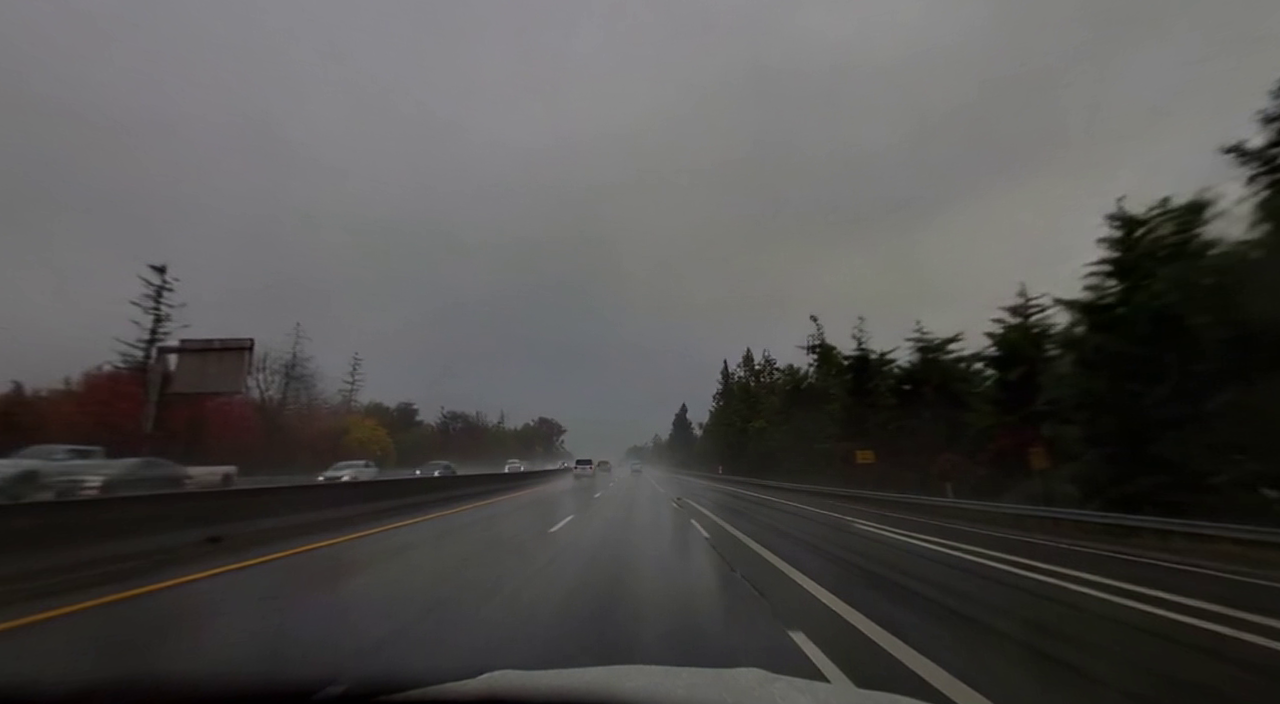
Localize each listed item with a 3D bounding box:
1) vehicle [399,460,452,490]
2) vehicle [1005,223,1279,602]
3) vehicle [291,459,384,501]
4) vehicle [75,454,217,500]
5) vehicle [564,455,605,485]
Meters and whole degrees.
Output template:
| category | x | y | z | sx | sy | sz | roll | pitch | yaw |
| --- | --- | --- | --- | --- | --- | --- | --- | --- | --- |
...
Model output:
| category | x | y | z | sx | sy | sz | roll | pitch | yaw |
| --- | --- | --- | --- | --- | --- | --- | --- | --- | --- |
| vehicle | -12.044 | 6.939 | 35.621 | 1.721 | 1.570 | 3.589 | 1 | -10 | 0 |
| vehicle | 7.645 | 0.536 | 5.721 | 3.093 | 3.546 | 9.162 | 1 | -11 | 0 |
| vehicle | -12.289 | 5.209 | 25.873 | 1.879 | 1.544 | 3.833 | 1 | -10 | 0 |
| vehicle | -19.632 | 4.995 | 25.389 | 1.913 | 1.608 | 4.751 | 1 | -10 | -1 |
| vehicle | -3.669 | 7.961 | 42.502 | 2.272 | 1.873 | 4.832 | 1 | -10 | 0 |
